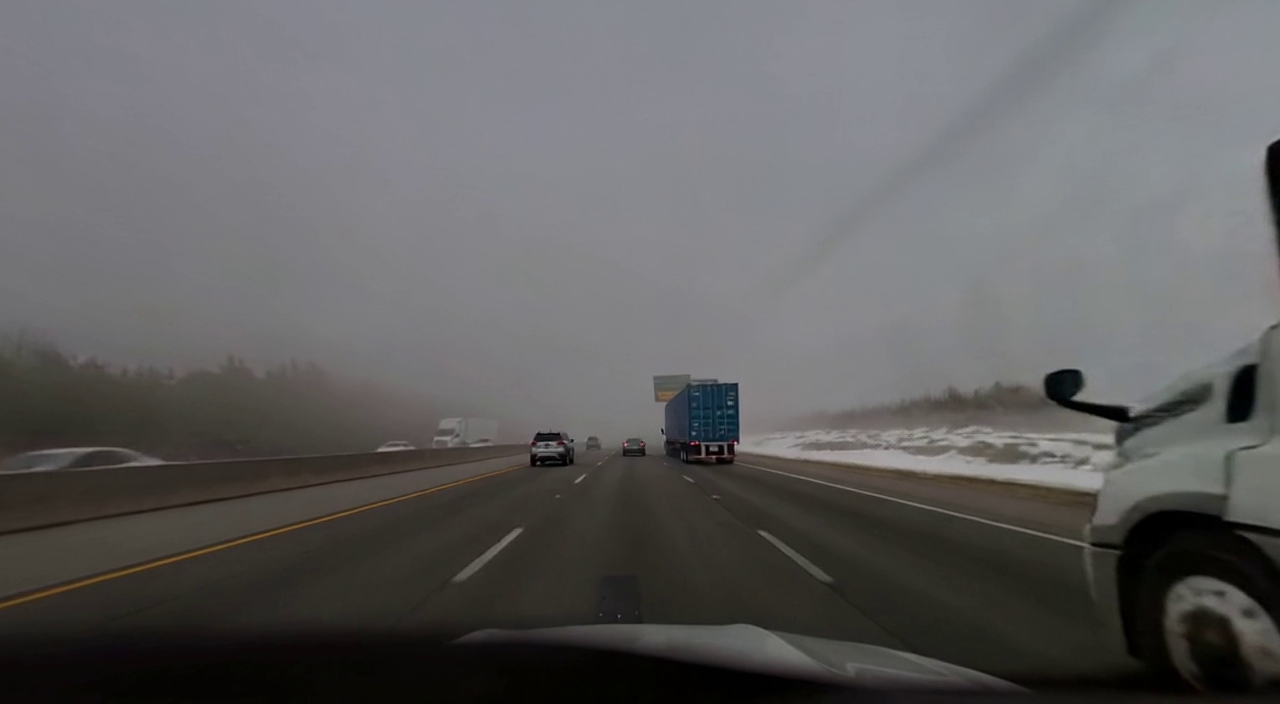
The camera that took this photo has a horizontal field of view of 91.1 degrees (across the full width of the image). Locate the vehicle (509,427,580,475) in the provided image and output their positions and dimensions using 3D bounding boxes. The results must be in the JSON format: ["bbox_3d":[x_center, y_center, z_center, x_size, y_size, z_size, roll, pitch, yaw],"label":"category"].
[{"bbox_3d":[-3.558,3.770,24.306,2.054,1.671,4.445,0,-8,0],"label":"vehicle"}]

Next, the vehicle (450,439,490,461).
[{"bbox_3d":[-12.498,7.192,46.410,1.871,1.495,3.907,0,-8,0],"label":"vehicle"}]

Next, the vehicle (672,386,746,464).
[{"bbox_3d":[3.619,4.154,35.084,2.883,3.836,7.894,0,-8,-2],"label":"vehicle"}]

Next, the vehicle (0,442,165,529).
[{"bbox_3d":[-12.485,2.616,12.829,1.954,1.527,4.652,0,-8,-1],"label":"vehicle"}]

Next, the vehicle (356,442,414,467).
[{"bbox_3d":[-16.239,6.528,40.254,1.863,1.501,4.305,0,-8,0],"label":"vehicle"}]

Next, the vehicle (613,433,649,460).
[{"bbox_3d":[-0.576,5.853,39.041,2.088,1.567,4.240,0,-8,-1],"label":"vehicle"}]
